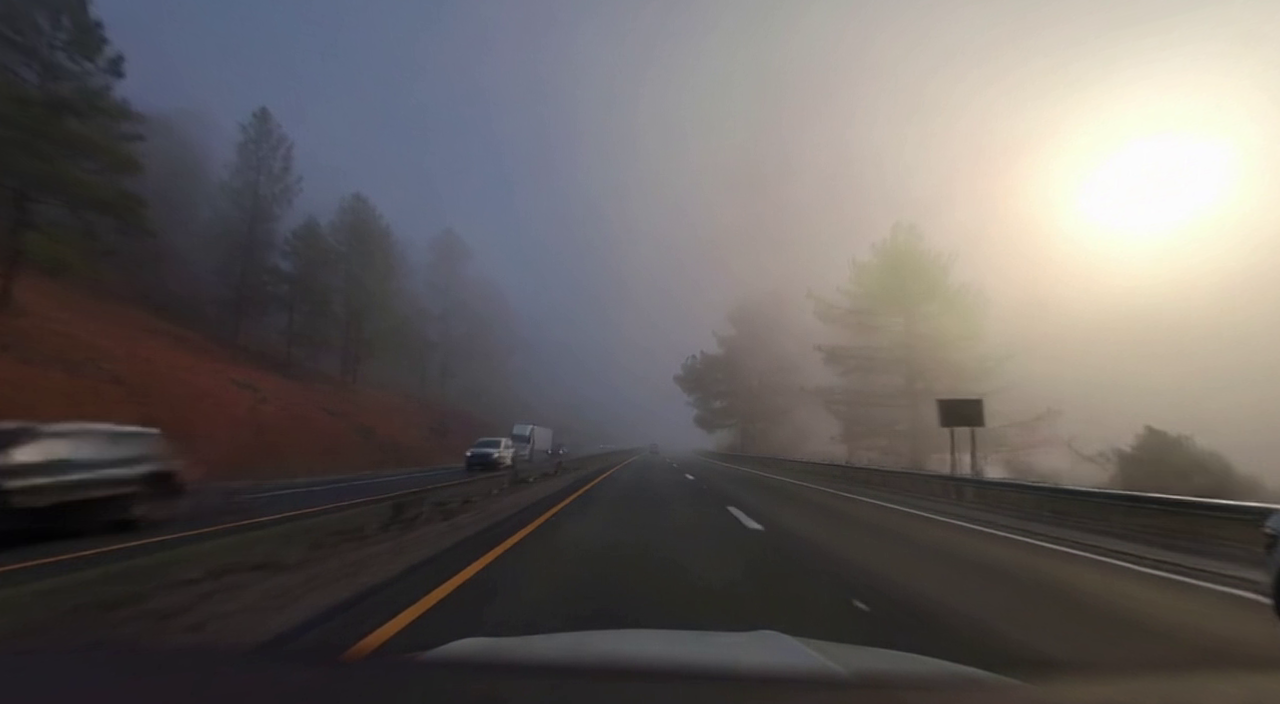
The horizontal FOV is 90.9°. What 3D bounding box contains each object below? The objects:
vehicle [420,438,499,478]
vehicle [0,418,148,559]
[{"bbox_3d":[-8.575,5.071,30.490,2.287,1.721,4.651,-1,-8,2],"label":"vehicle"},{"bbox_3d":[-8.966,1.671,7.648,2.081,1.720,4.709,-1,-8,2],"label":"vehicle"}]
